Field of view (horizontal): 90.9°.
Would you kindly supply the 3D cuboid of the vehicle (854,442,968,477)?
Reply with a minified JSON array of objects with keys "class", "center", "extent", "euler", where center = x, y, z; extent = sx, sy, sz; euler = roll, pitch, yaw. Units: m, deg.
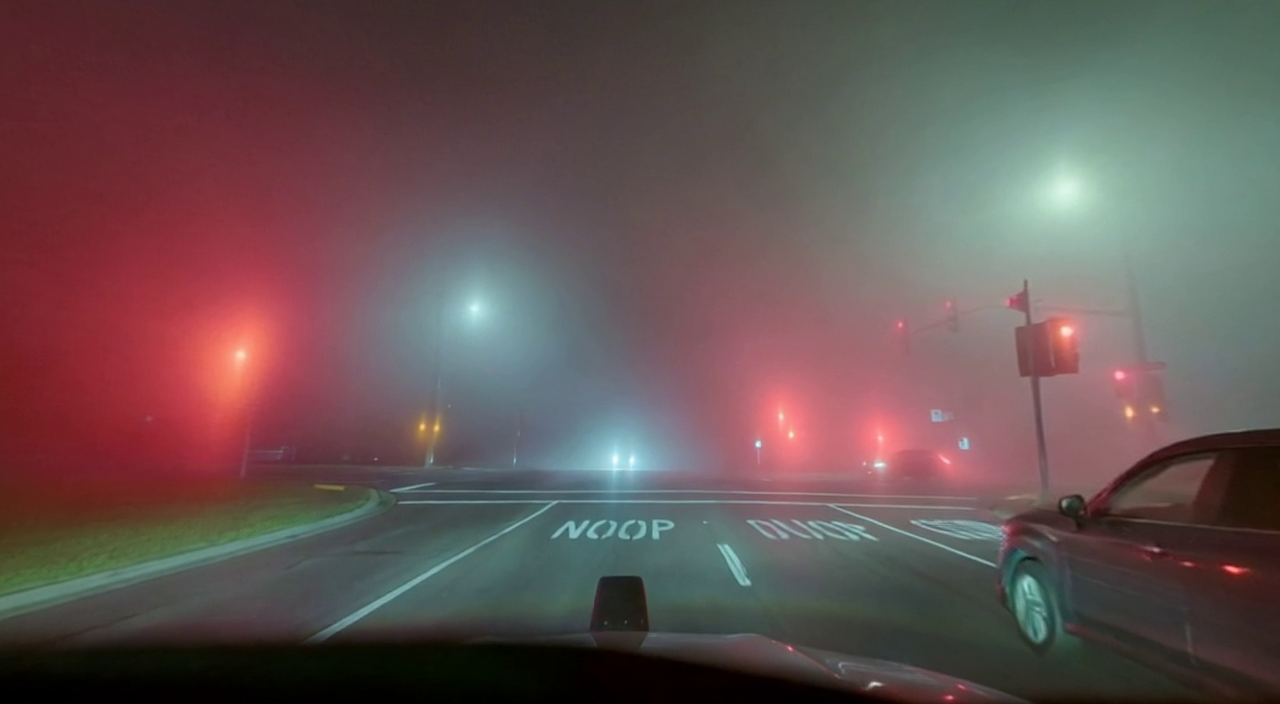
[{"class":"vehicle","center":[13.504,5.363,31.592],"extent":[4.715,1.671,2.030],"euler":[0,-8,-2]}]

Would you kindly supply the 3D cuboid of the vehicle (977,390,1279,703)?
[{"class":"vehicle","center":[3.568,0.948,2.493],"extent":[2.036,1.583,4.911],"euler":[-1,-8,4]}]
